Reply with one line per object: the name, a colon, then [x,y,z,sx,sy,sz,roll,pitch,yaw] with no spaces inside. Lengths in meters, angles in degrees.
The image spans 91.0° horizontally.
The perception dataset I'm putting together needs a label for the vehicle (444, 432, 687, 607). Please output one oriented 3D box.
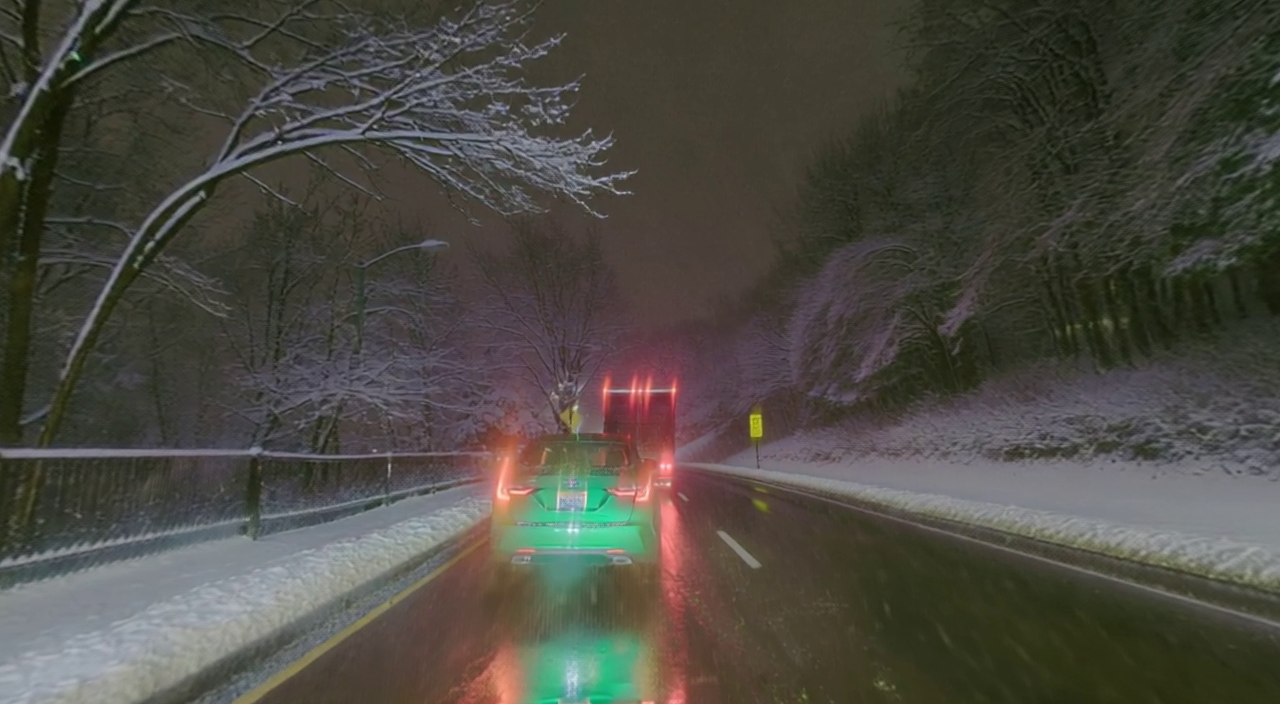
vehicle: [-0.633,1.751,7.510,2.076,1.490,4.078,0,-9,0]
